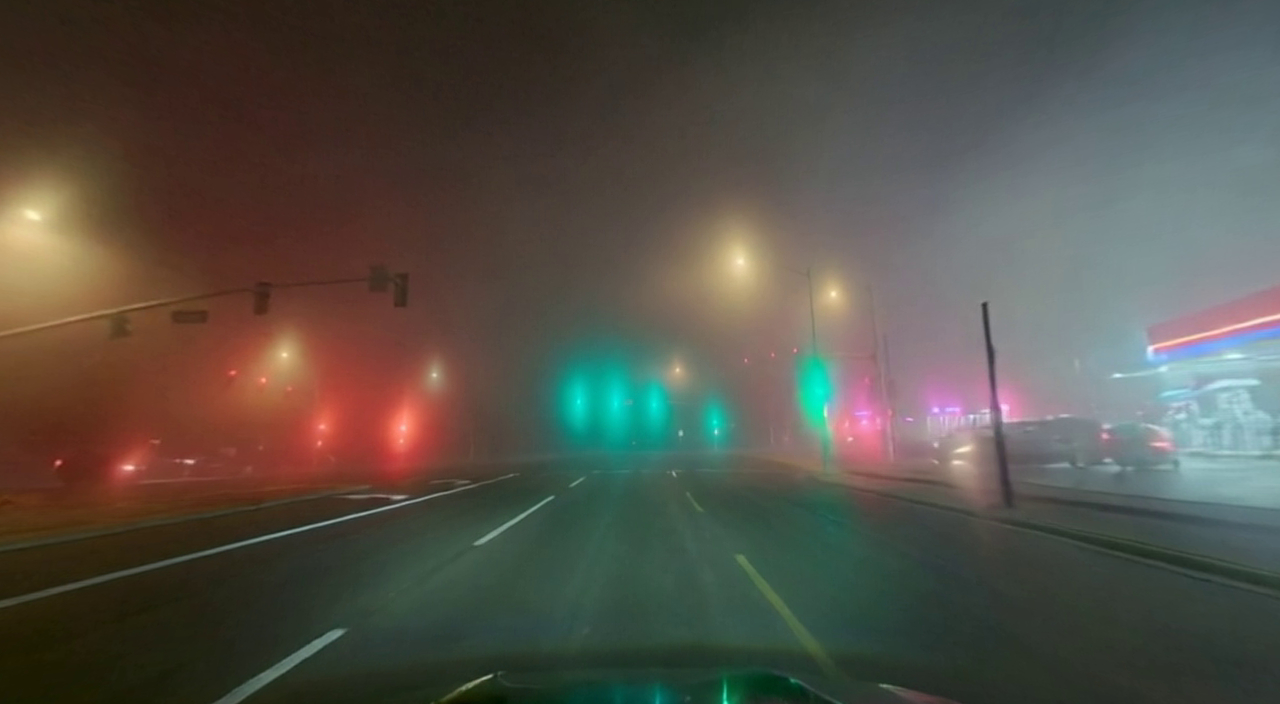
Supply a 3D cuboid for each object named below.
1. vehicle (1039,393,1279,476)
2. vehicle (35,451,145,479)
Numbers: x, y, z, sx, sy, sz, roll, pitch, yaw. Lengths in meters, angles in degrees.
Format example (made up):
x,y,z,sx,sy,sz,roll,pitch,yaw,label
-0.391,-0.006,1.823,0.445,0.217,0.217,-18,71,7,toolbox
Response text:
x,y,z,sx,sy,sz,roll,pitch,yaw,label
13.391,2.169,16.409,4.454,1.990,2.124,-1,-8,7,vehicle
-34.150,7.006,39.259,4.774,1.672,1.936,1,-8,-6,vehicle
